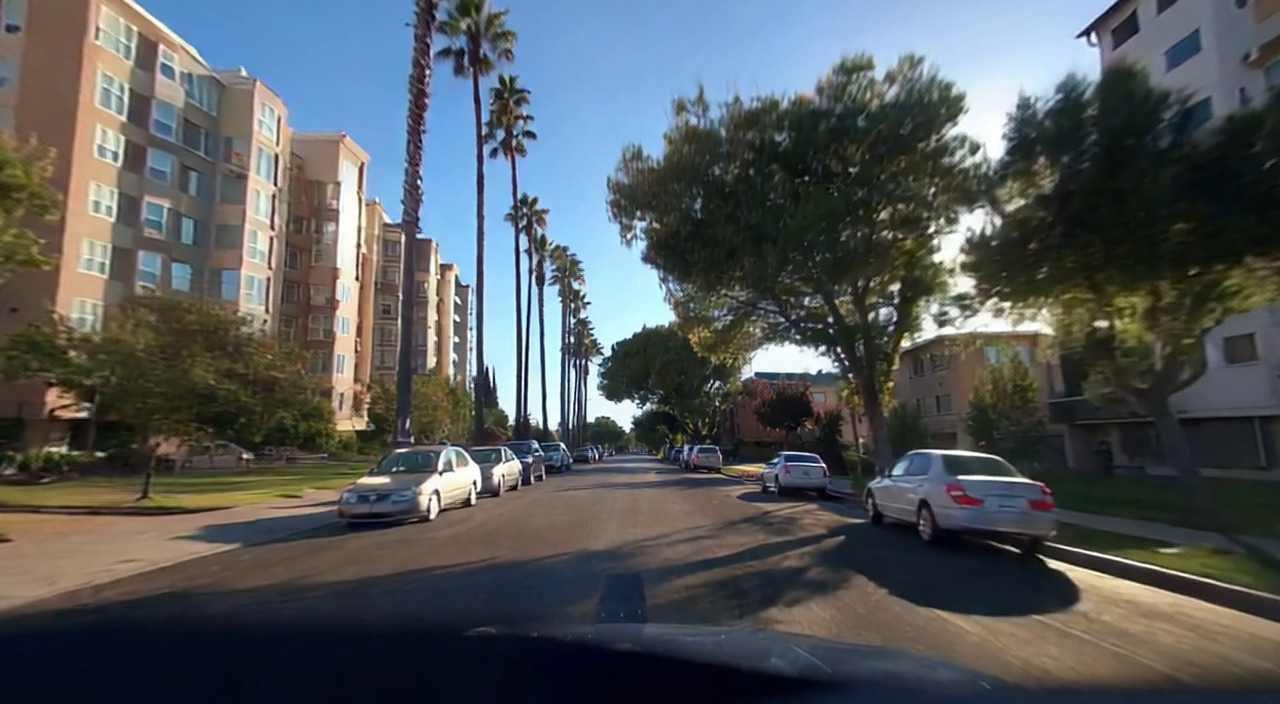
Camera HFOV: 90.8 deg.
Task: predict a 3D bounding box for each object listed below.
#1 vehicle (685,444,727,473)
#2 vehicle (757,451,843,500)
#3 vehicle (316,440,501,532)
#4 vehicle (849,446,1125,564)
[{"bbox_3d":[4.263,7.004,41.733,1.969,1.782,4.677,1,-9,-4],"label":"vehicle"},{"bbox_3d":[5.249,4.063,21.199,1.812,1.461,3.575,0,-9,-2],"label":"vehicle"},{"bbox_3d":[-4.521,2.688,13.324,2.066,1.506,4.719,1,-9,0],"label":"vehicle"},{"bbox_3d":[5.448,2.417,10.843,2.121,1.568,4.473,0,-9,-1],"label":"vehicle"}]
